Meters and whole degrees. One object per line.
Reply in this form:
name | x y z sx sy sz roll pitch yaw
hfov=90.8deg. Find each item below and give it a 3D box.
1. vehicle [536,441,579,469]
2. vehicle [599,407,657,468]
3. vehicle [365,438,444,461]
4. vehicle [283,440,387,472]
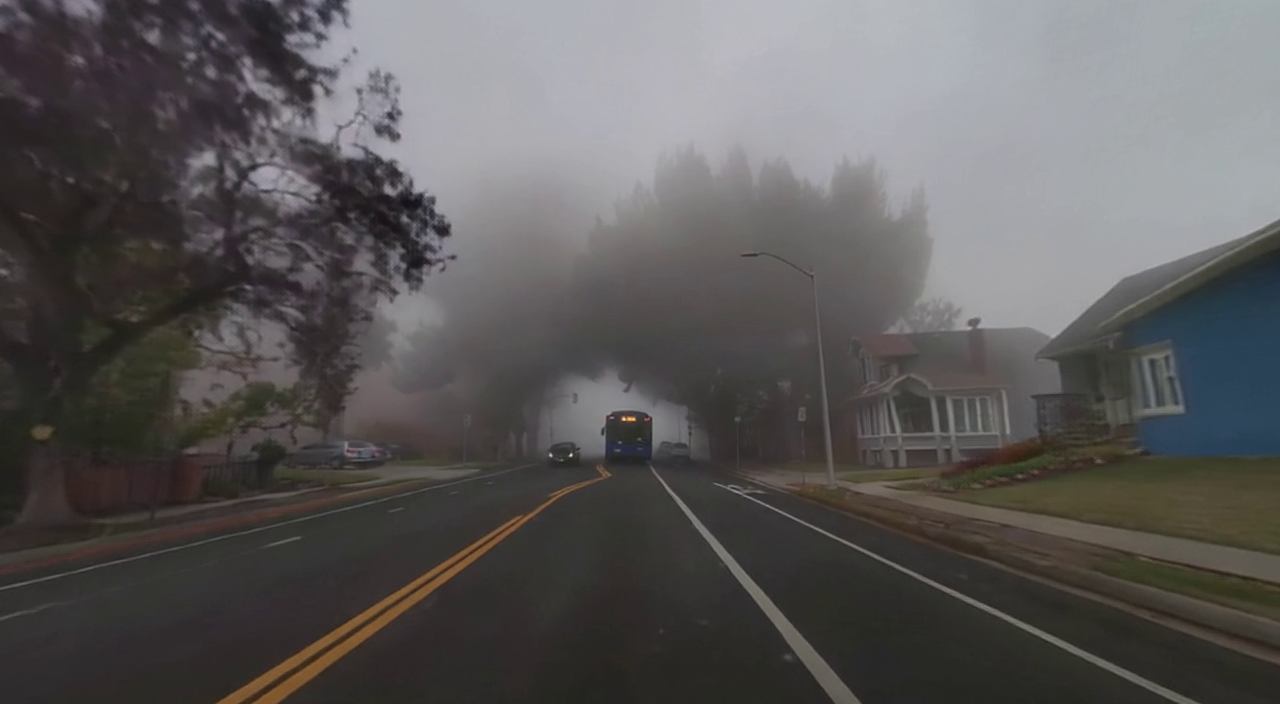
vehicle | -4.648 5.877 36.228 1.925 1.489 4.235 0 -8 -1
vehicle | -0.590 5.634 41.461 3.031 3.200 13.052 3 -8 1
vehicle | -16.648 6.914 44.813 4.778 1.565 1.919 0 -8 -1
vehicle | -15.878 5.419 33.080 4.481 1.591 1.807 0 -9 -2
